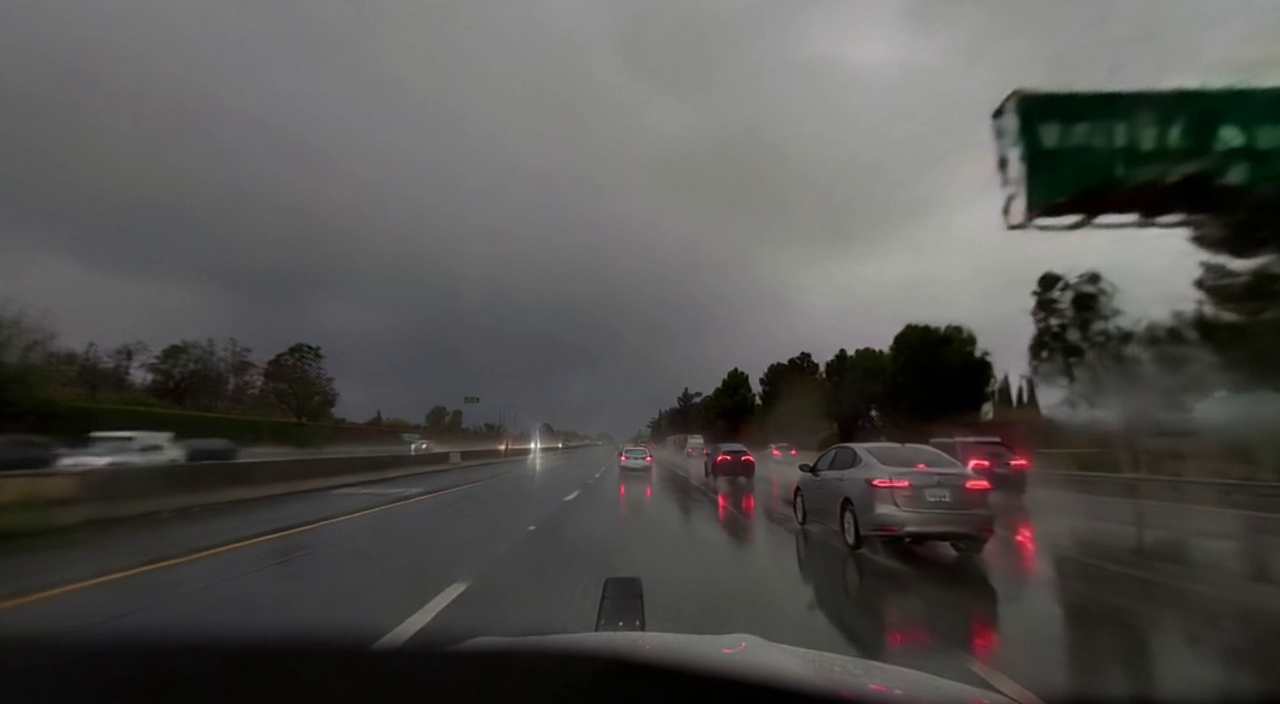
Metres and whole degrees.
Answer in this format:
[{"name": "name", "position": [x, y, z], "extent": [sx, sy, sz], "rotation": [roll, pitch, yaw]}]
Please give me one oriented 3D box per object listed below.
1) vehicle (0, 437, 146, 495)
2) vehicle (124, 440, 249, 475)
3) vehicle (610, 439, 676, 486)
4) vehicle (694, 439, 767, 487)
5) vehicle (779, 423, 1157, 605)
[{"name": "vehicle", "position": [-17.414, 3.290, 18.621], "extent": [1.935, 1.491, 4.689], "rotation": [0, -9, 0]}, {"name": "vehicle", "position": [-20.842, 4.864, 29.339], "extent": [2.353, 1.481, 4.725], "rotation": [1, -9, -1]}, {"name": "vehicle", "position": [0.058, 3.796, 21.979], "extent": [2.098, 1.475, 3.997], "rotation": [0, -8, -1]}, {"name": "vehicle", "position": [3.086, 3.872, 22.435], "extent": [1.856, 1.517, 4.198], "rotation": [0, -9, -2]}, {"name": "vehicle", "position": [3.286, 1.712, 7.738], "extent": [1.993, 1.504, 4.781], "rotation": [0, -8, -1]}]
